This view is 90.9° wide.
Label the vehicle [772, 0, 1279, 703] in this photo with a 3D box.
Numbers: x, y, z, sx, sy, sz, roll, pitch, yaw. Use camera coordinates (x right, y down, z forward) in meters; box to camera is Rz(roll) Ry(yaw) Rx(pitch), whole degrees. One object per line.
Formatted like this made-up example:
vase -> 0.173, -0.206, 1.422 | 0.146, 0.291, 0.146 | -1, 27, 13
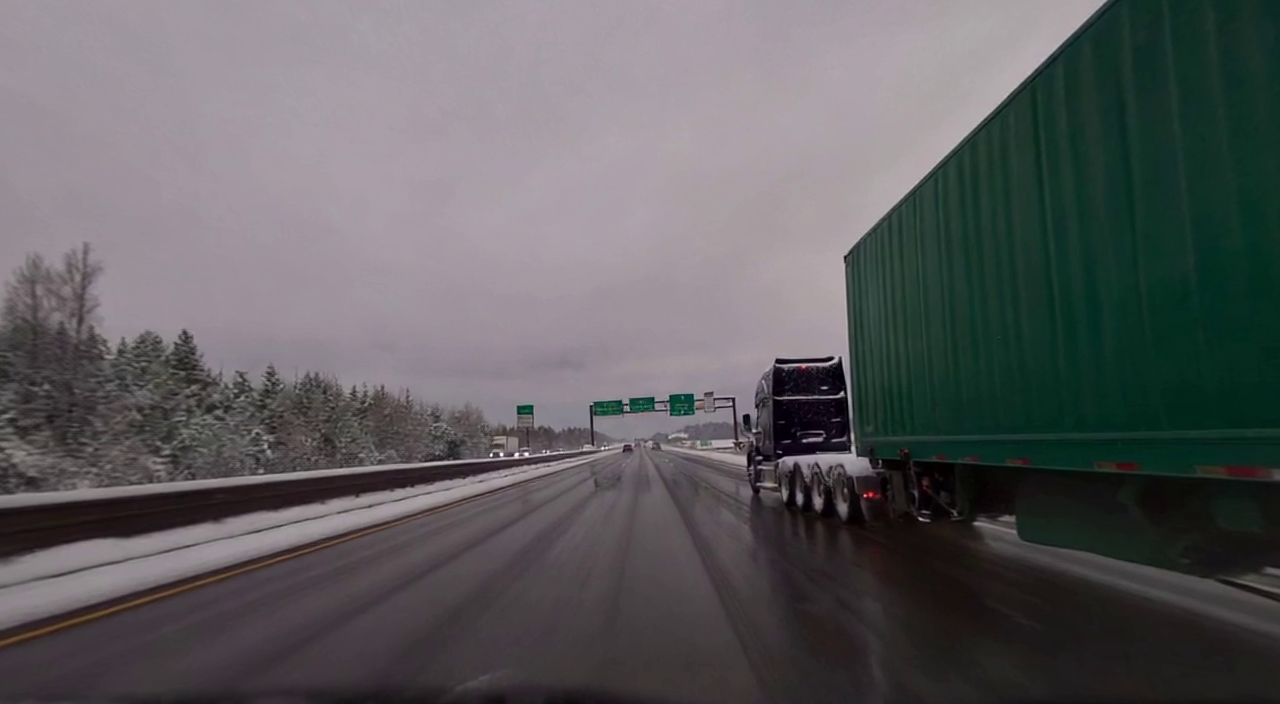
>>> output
vehicle -> 4.084, 0.095, 5.393 | 3.060, 4.100, 13.141 | 0, -9, 0
